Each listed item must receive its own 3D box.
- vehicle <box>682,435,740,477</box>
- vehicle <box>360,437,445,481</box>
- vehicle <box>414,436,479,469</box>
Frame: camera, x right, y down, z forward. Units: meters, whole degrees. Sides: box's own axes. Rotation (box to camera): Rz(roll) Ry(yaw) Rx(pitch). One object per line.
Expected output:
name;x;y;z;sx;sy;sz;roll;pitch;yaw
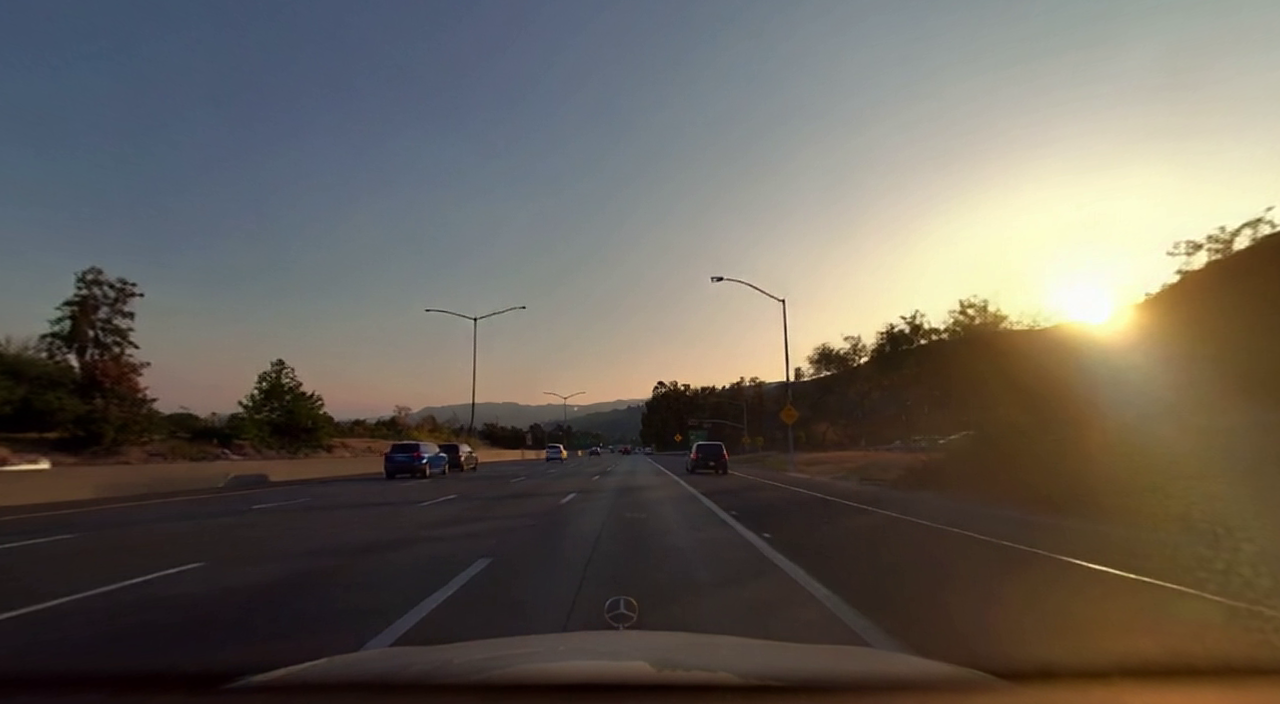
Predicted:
vehicle;3.379;5.089;30.988;2.184;1.892;4.763;0;-8;-1
vehicle;-11.087;5.017;29.767;2.137;1.873;4.687;0;-8;0
vehicle;-14.418;7.568;47.531;2.736;2.262;6.533;0;-8;1
